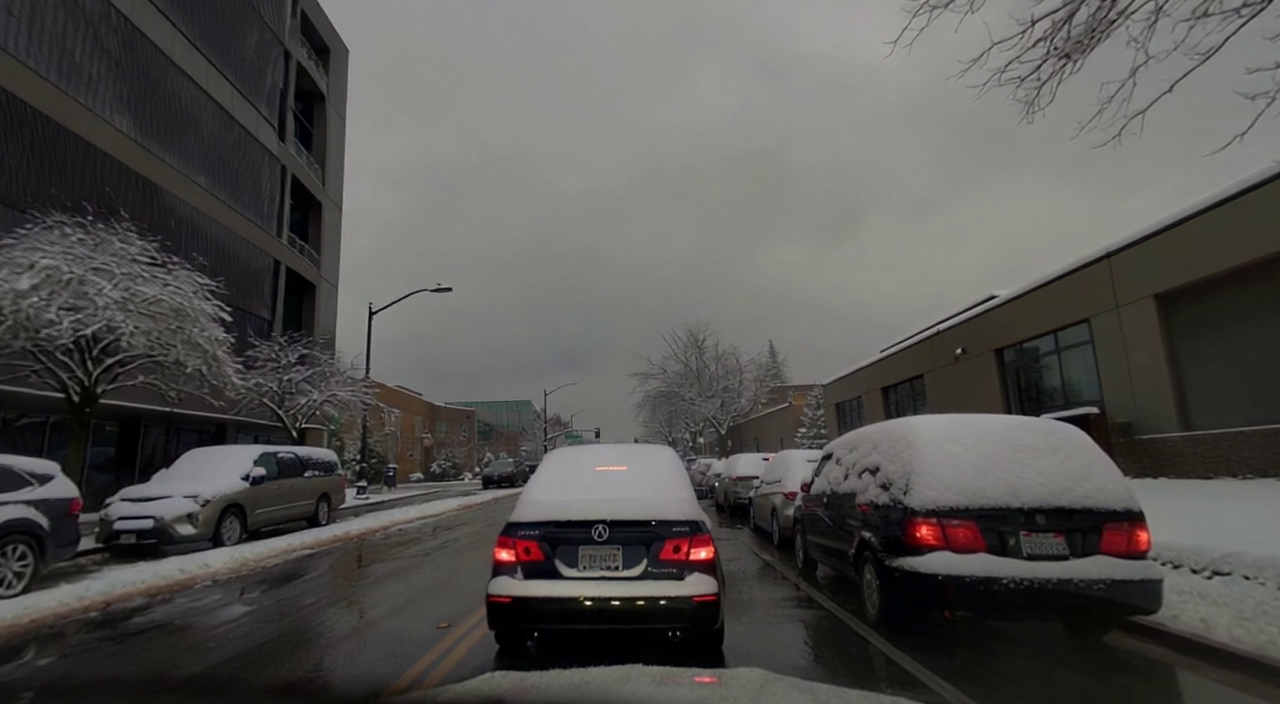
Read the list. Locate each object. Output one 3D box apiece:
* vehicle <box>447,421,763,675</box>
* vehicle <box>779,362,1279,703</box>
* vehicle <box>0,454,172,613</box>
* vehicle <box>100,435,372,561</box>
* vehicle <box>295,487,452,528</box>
[{"bbox_3d":[-0.202,1.591,5.933,2.018,1.583,3.646,1,-10,1],"label":"vehicle"},{"bbox_3d":[2.710,1.420,5.691,1.868,1.920,4.501,1,-10,0],"label":"vehicle"},{"bbox_3d":[-6.983,1.695,5.887,1.900,1.471,4.202,1,-10,0],"label":"vehicle"},{"bbox_3d":[-6.845,2.589,11.439,1.994,1.701,4.520,-3,-12,-1],"label":"vehicle"},{"bbox_3d":[-6.995,4.180,17.176,2.223,0.774,4.789,1,-10,0],"label":"vehicle"}]
